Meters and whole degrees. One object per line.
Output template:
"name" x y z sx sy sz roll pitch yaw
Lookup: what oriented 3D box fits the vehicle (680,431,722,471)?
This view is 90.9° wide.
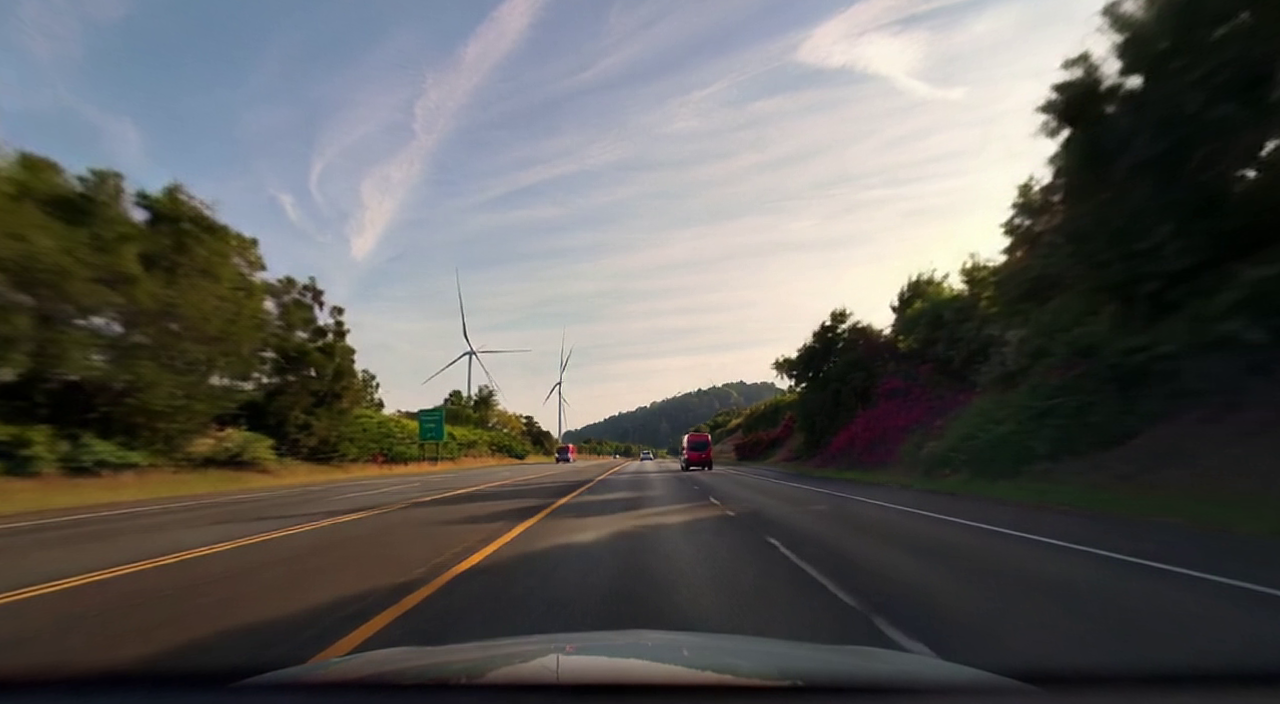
"vehicle" 4.404 7.293 46.571 2.437 2.735 5.507 0 -9 -1
